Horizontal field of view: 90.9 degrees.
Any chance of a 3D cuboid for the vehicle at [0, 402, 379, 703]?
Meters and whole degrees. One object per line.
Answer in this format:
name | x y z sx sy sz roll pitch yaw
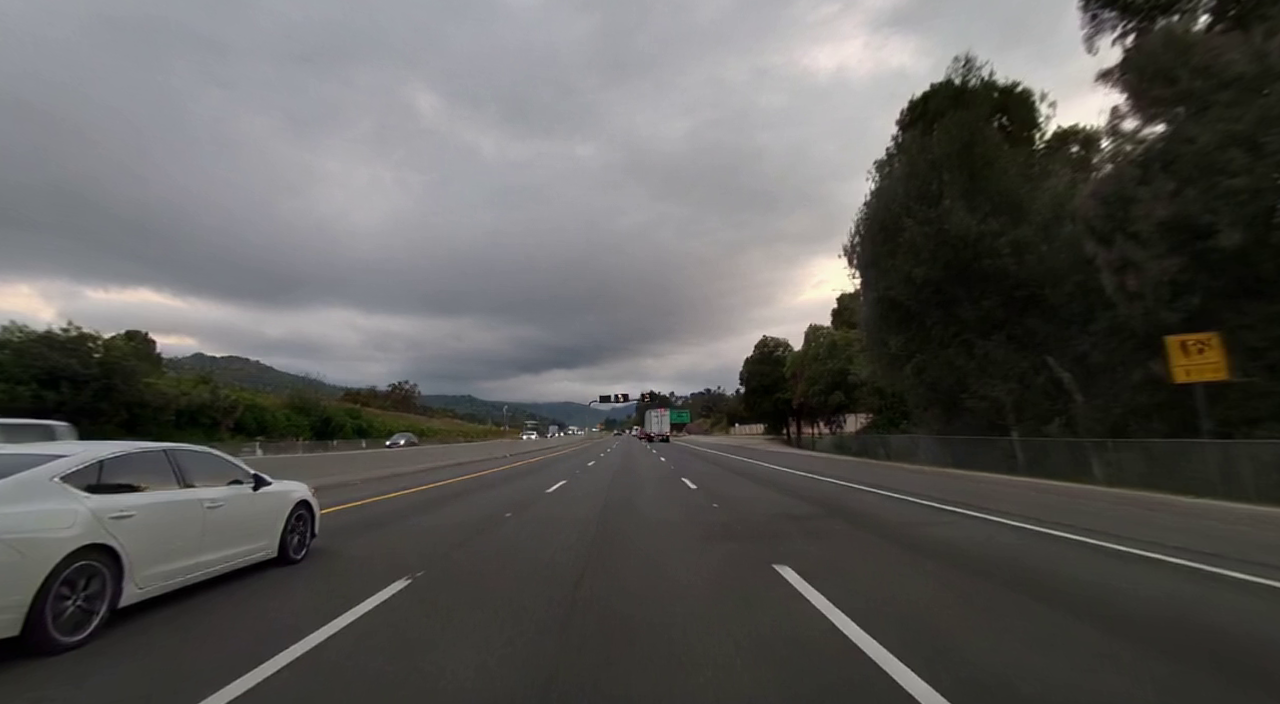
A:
vehicle | -3.729 1.177 4.414 1.971 1.444 4.401 0 -8 -1
